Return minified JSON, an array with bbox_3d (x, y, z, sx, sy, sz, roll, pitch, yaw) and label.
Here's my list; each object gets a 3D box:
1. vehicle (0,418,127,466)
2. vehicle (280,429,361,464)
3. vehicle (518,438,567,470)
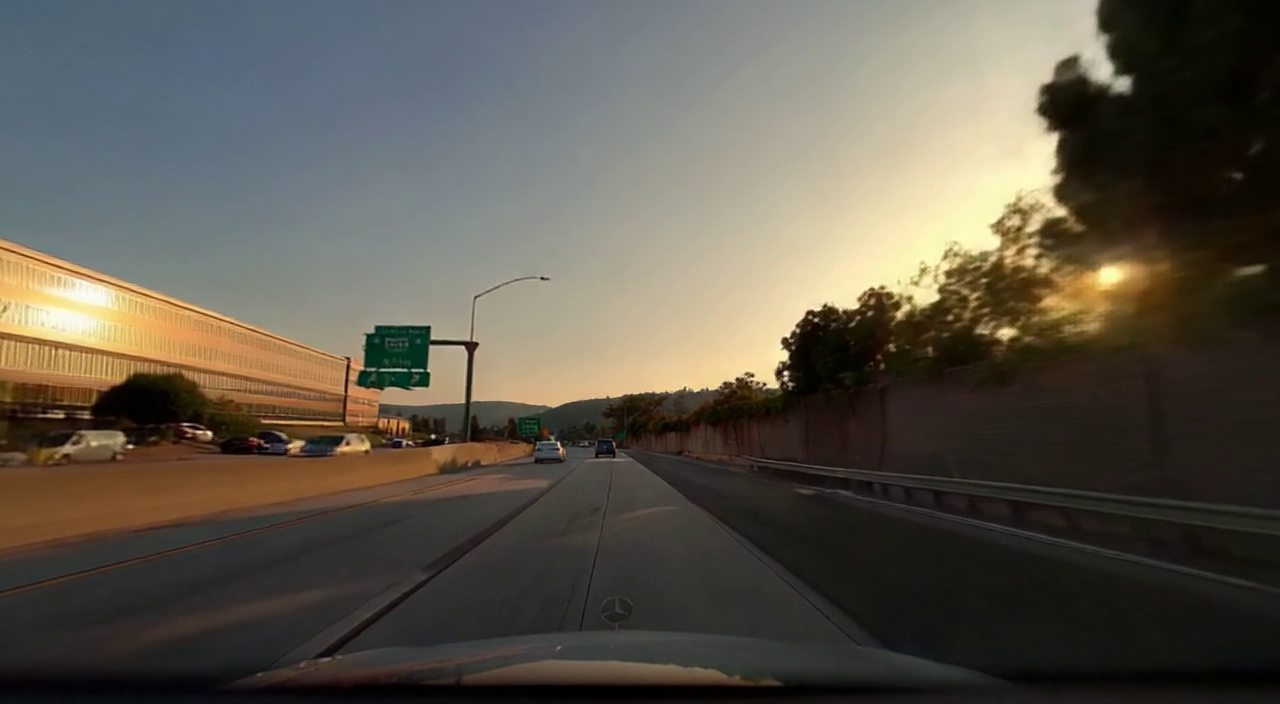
[{"bbox_3d":[-30.046,4.684,32.936,2.173,2.174,5.446,4,-8,-7],"label":"vehicle"},{"bbox_3d":[-16.702,4.958,33.228,1.968,1.690,4.642,0,-8,-2],"label":"vehicle"},{"bbox_3d":[-5.044,5.331,33.050,2.045,1.547,4.162,0,-8,-2],"label":"vehicle"}]
